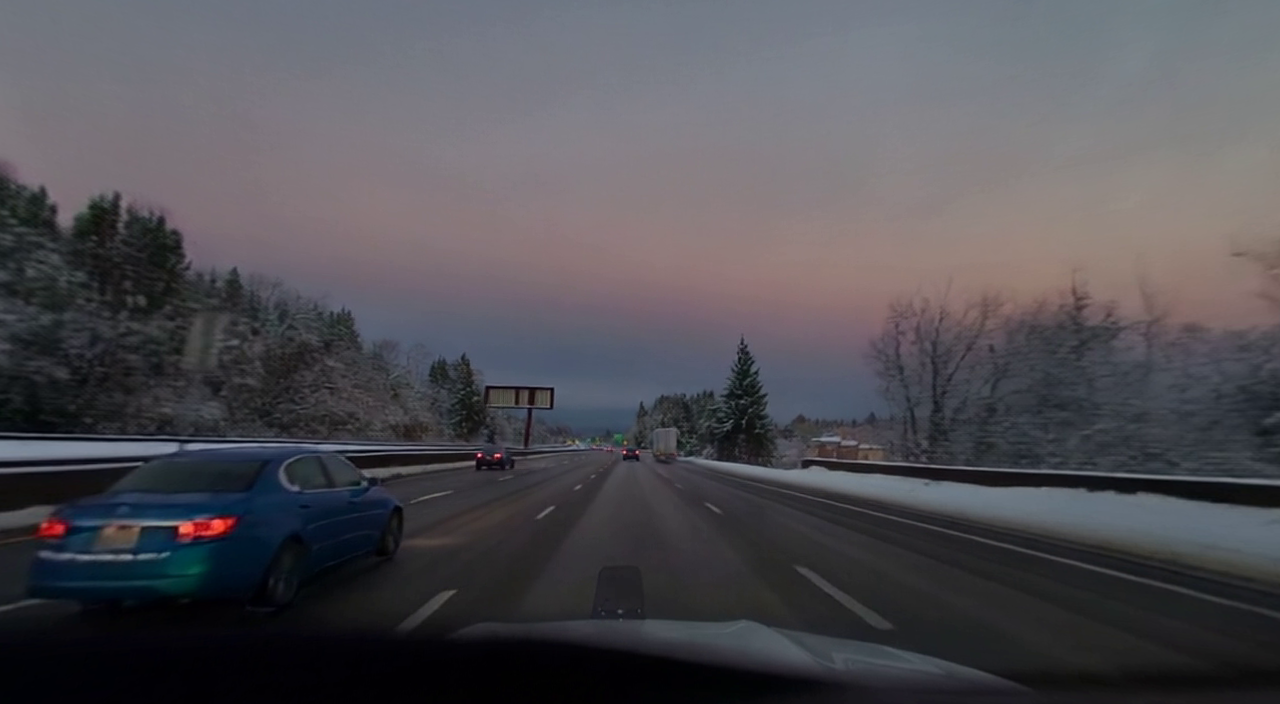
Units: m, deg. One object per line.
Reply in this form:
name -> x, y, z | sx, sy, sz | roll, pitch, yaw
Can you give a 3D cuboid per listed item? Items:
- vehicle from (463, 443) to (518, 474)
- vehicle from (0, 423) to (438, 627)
vehicle -> -7.643, 5.488, 32.752 | 1.915, 1.479, 3.843 | 0, -9, 0
vehicle -> -3.956, 1.608, 6.879 | 2.090, 1.487, 4.276 | 0, -9, 0
